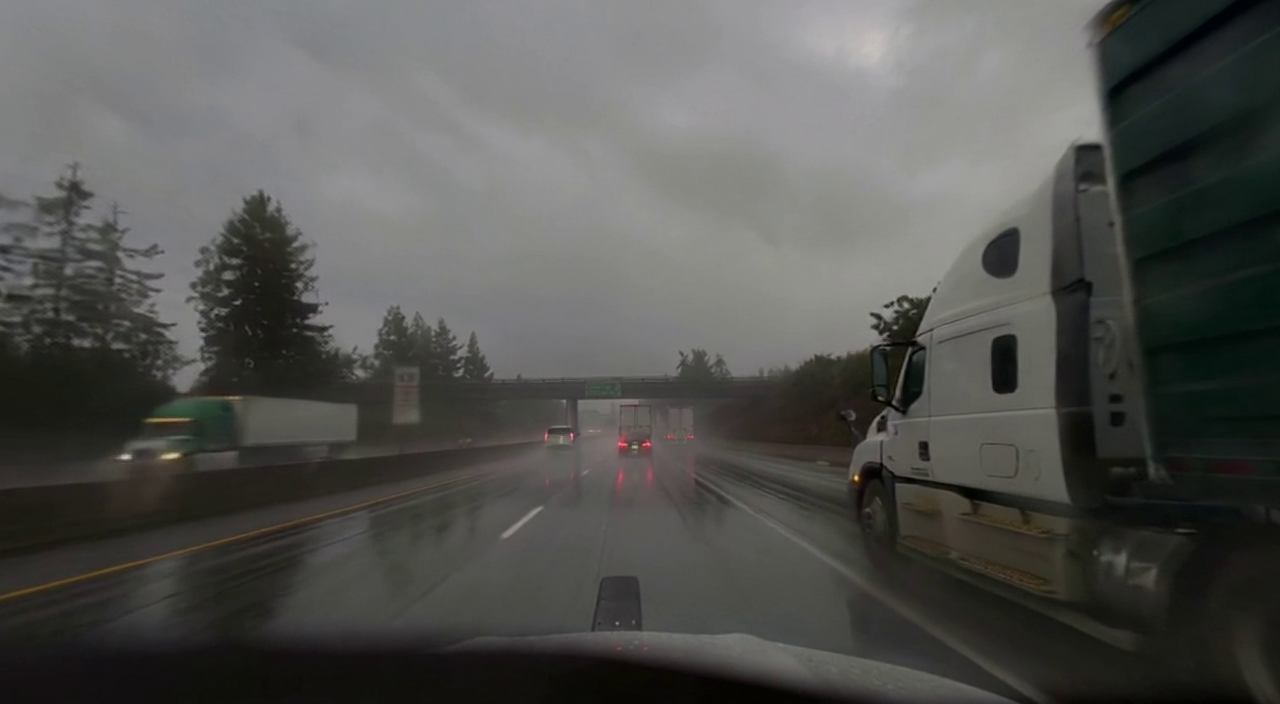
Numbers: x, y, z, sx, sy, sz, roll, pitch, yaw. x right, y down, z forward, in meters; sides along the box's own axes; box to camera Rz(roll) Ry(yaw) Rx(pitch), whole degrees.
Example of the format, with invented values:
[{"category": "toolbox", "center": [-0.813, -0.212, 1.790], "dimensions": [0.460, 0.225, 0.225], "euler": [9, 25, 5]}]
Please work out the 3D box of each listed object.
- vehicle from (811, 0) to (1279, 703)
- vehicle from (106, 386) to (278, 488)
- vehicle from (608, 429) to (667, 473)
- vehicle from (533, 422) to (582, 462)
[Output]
[{"category": "vehicle", "center": [3.690, 0.084, 4.082], "dimensions": [2.783, 3.483, 7.836], "euler": [0, -8, -1]}, {"category": "vehicle", "center": [-20.670, 3.990, 29.776], "dimensions": [2.980, 4.215, 6.844], "euler": [0, -8, -1]}, {"category": "vehicle", "center": [-0.144, 3.714, 23.828], "dimensions": [2.059, 1.522, 3.693], "euler": [0, -8, -2]}, {"category": "vehicle", "center": [-4.312, 4.805, 33.792], "dimensions": [2.013, 1.961, 4.692], "euler": [0, -8, 0]}]
